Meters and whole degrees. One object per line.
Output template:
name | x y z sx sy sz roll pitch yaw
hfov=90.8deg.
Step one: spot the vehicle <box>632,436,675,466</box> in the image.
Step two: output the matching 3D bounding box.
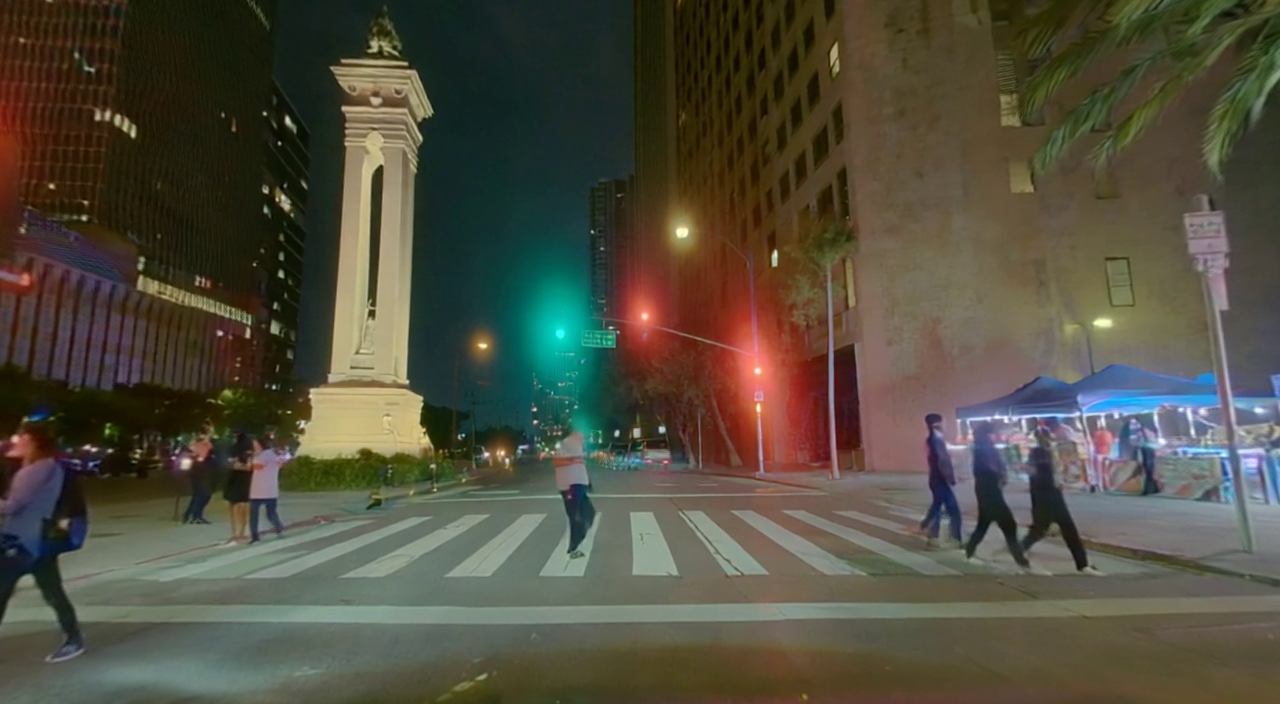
vehicle | 0.919 7.289 46.657 2.322 2.071 5.366 1 -9 -9
